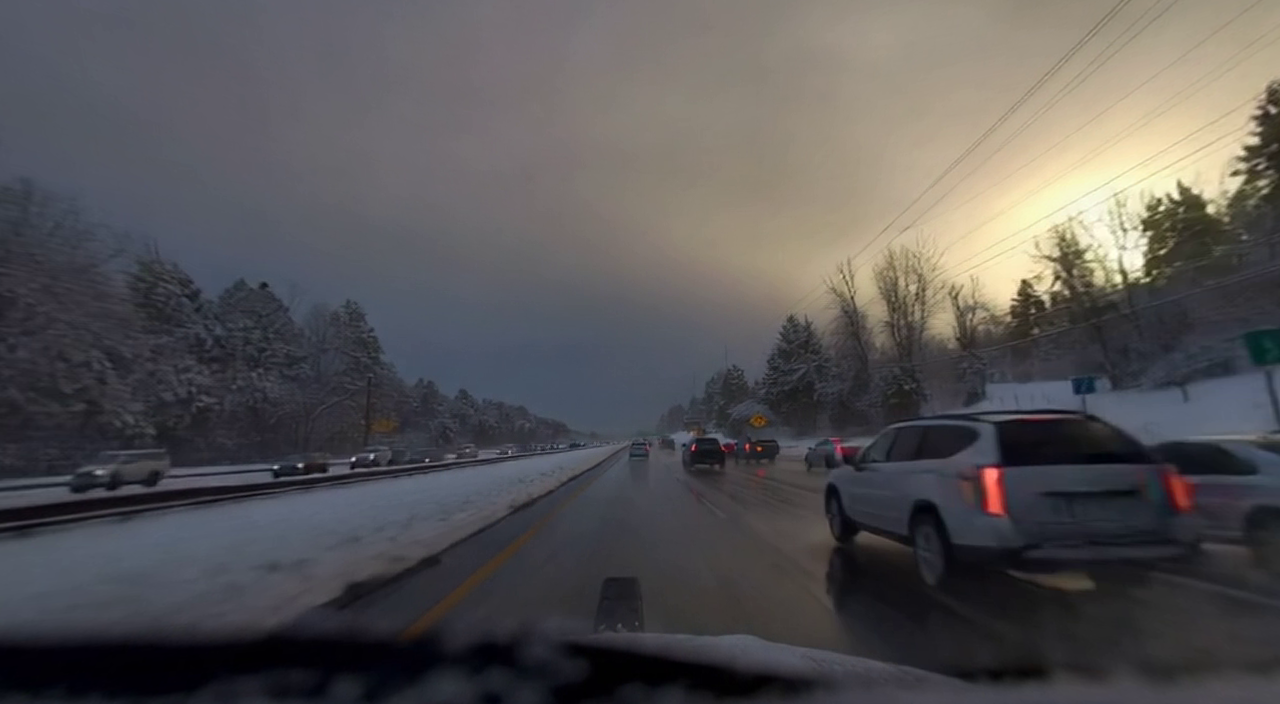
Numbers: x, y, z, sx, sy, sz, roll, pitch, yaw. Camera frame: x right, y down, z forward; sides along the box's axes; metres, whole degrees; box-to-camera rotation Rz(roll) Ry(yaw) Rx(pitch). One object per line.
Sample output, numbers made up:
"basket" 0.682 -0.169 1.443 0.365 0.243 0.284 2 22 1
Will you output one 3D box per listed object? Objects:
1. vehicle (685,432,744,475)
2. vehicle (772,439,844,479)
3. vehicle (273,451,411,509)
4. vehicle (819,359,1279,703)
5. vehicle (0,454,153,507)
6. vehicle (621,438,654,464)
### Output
"vehicle" 3.476 4.837 30.304 2.095 1.886 4.727 0 -8 -2
"vehicle" 6.824 4.377 26.023 1.836 1.527 3.783 0 -8 -1
"vehicle" -8.575 3.690 18.599 1.951 1.443 4.201 0 -8 1
"vehicle" 3.288 1.233 5.441 2.111 1.755 4.459 0 -8 -1
"vehicle" -22.536 5.078 25.322 2.028 1.813 4.807 0 -8 0
"vehicle" -0.213 7.303 46.705 2.314 1.796 4.254 0 -8 -1
